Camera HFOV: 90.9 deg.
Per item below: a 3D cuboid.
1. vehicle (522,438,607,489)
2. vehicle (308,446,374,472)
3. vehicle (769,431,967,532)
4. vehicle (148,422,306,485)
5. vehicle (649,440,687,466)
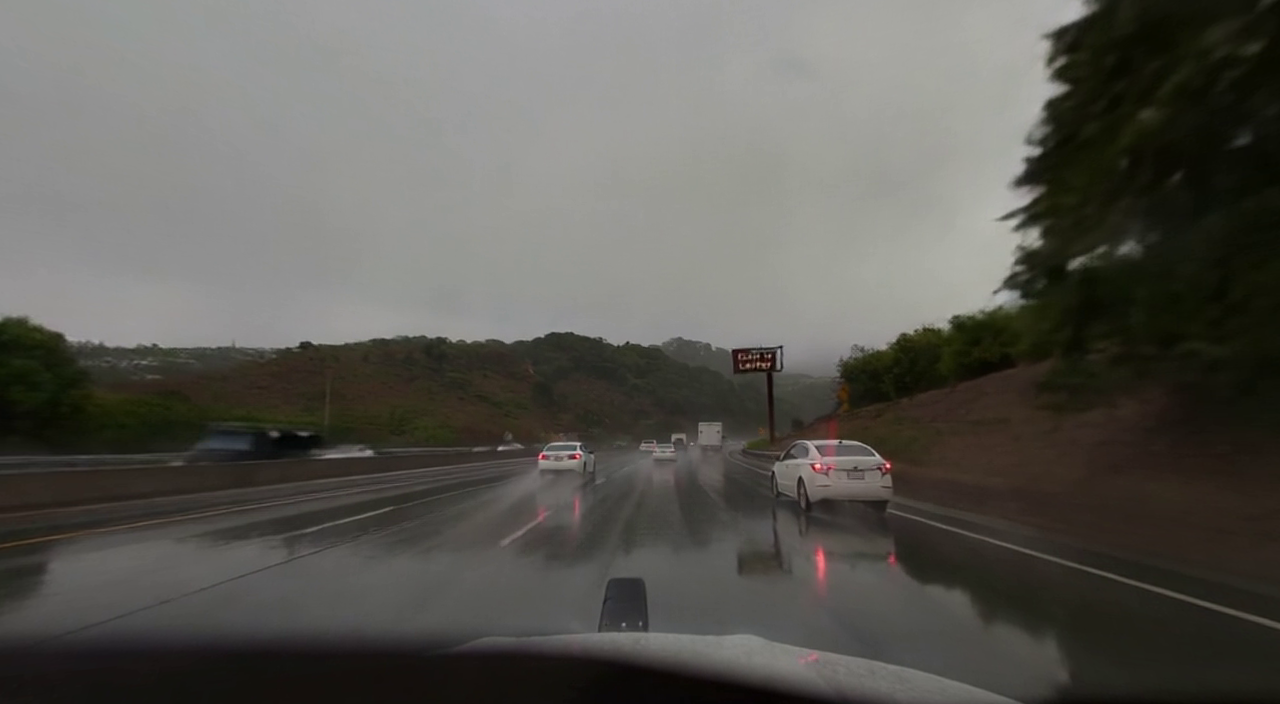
[{"bbox_3d":[-2.361,3.659,21.080,2.031,1.491,4.792,-1,-8,3],"label":"vehicle"},{"bbox_3d":[-18.366,6.561,38.922,1.788,1.449,4.083,-1,-8,5],"label":"vehicle"},{"bbox_3d":[3.841,2.245,11.586,2.013,1.464,4.317,0,-8,0],"label":"vehicle"},{"bbox_3d":[-16.681,4.140,26.027,2.292,2.293,5.894,-1,-8,2],"label":"vehicle"},{"bbox_3d":[1.717,6.104,38.357,2.202,1.467,3.929,-1,-8,3],"label":"vehicle"}]
